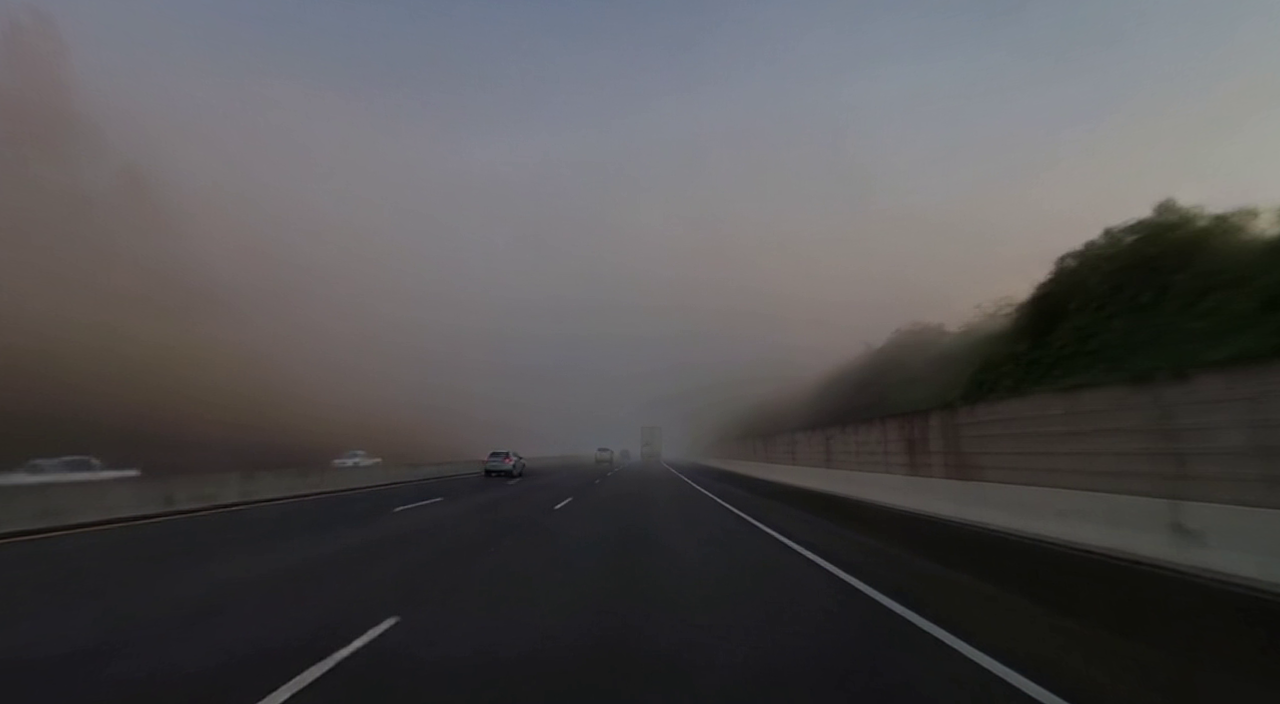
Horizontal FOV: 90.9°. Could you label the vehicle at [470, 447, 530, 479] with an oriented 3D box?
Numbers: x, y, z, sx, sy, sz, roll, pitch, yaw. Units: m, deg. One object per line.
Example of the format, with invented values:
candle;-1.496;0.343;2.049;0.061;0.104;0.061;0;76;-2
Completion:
vehicle;-7.210;5.762;32.962;2.031;1.521;4.503;0;-9;1
